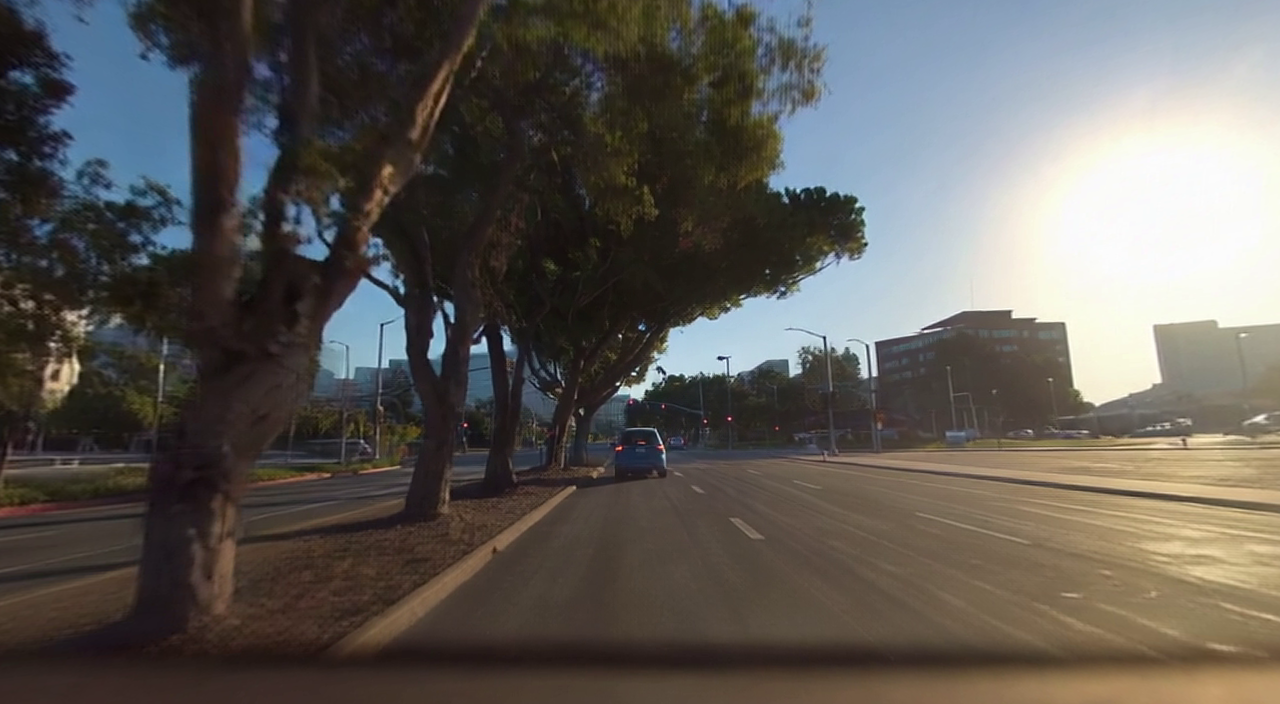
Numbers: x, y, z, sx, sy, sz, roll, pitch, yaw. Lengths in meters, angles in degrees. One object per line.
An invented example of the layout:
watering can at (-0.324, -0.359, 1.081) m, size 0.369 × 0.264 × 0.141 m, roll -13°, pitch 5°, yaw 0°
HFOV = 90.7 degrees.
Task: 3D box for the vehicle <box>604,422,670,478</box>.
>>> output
vehicle at (-0.139, 3.726, 24.125) m, size 2.267 × 1.926 × 4.708 m, roll 0°, pitch -9°, yaw -1°
